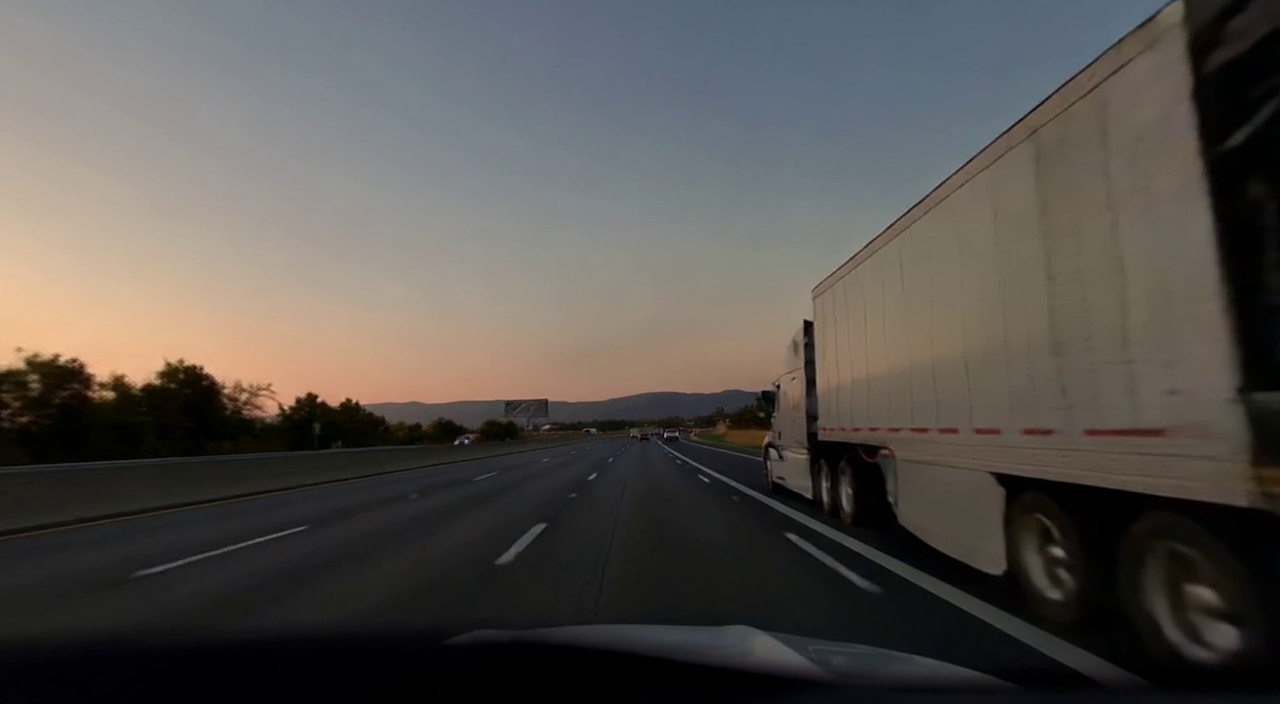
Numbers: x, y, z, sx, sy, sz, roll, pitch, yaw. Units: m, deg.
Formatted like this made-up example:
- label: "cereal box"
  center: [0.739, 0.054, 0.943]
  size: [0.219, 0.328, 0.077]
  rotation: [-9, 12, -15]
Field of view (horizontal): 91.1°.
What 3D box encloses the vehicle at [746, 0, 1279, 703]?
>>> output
- label: "vehicle"
  center: [3.941, 0.352, 7.393]
  size: [3.446, 3.698, 12.089]
  rotation: [0, -8, 1]
